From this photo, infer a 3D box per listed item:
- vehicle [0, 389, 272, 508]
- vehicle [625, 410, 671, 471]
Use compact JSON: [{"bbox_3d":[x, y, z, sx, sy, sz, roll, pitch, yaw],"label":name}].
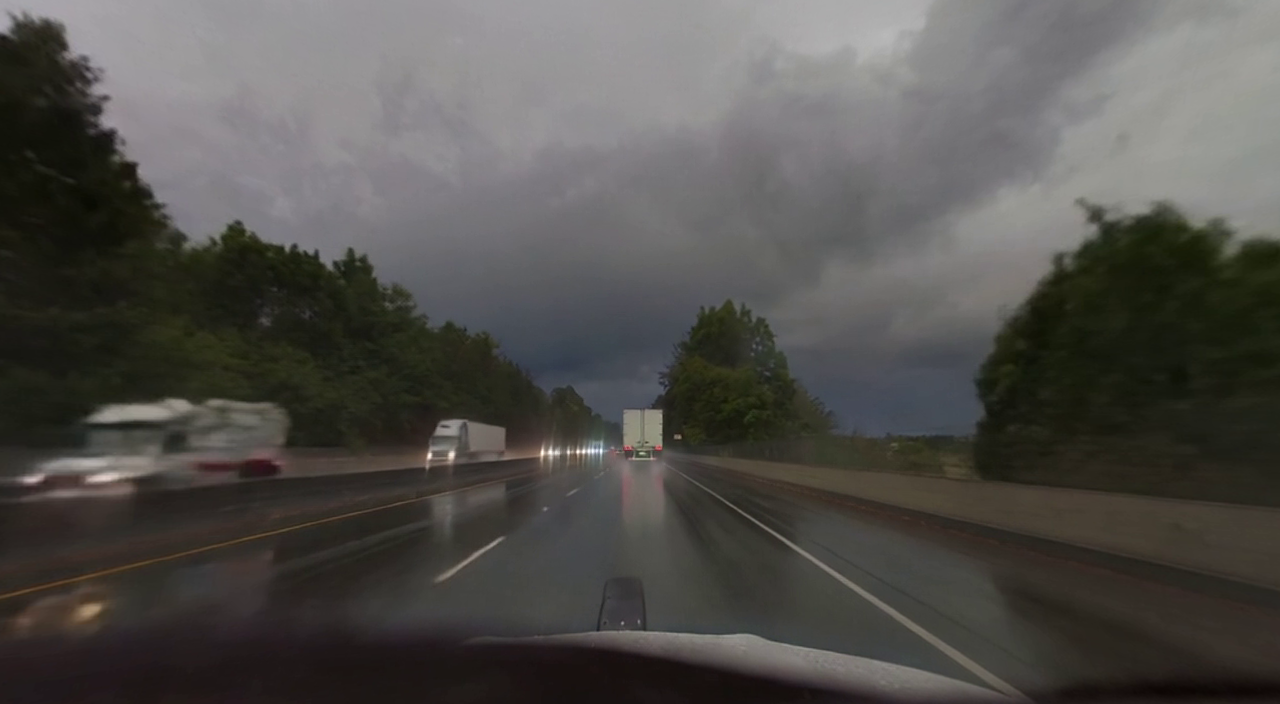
[{"bbox_3d":[-12.759,2.524,16.615,2.282,2.547,5.989,0,-9,1],"label":"vehicle"},{"bbox_3d":[0.486,6.586,46.638,3.024,3.965,10.399,0,-9,-1],"label":"vehicle"}]
